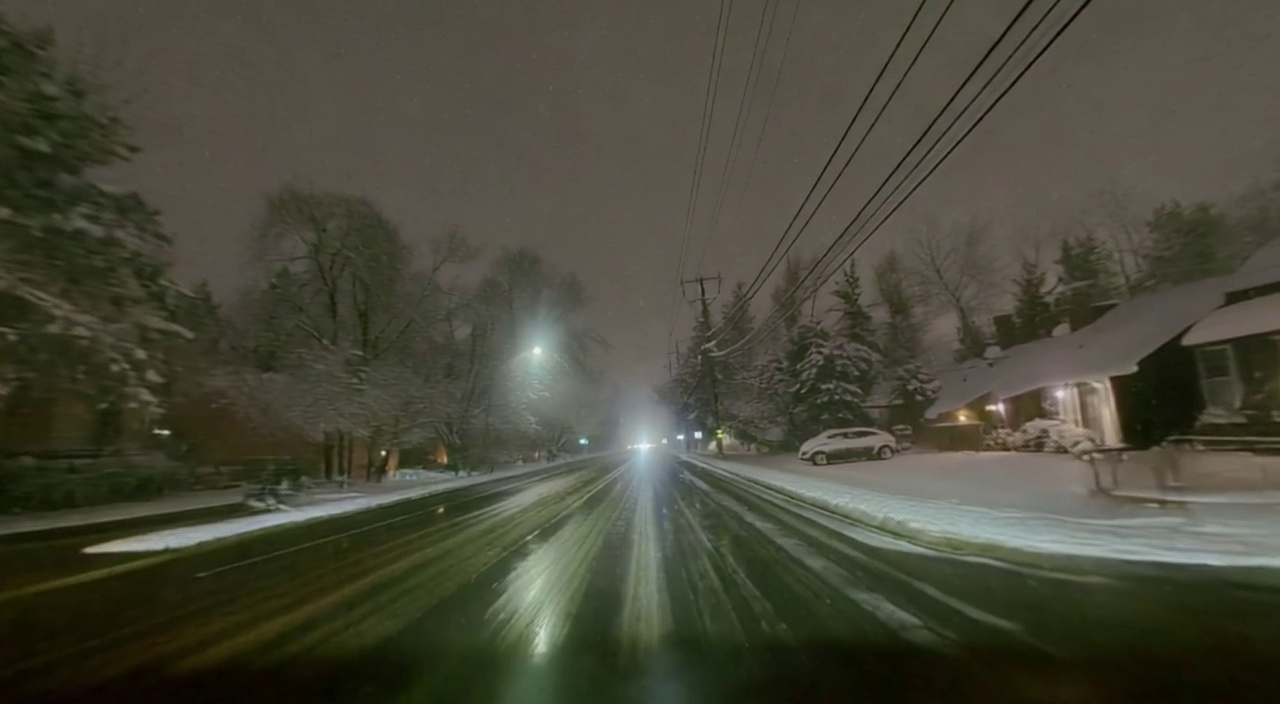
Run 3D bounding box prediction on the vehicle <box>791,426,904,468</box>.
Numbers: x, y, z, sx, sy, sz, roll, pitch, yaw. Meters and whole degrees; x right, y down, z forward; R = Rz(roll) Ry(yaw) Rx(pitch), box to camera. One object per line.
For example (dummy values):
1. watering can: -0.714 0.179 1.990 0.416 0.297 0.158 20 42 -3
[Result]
1. vehicle: 9.502 4.406 29.211 4.494 1.850 2.027 0 -9 0
